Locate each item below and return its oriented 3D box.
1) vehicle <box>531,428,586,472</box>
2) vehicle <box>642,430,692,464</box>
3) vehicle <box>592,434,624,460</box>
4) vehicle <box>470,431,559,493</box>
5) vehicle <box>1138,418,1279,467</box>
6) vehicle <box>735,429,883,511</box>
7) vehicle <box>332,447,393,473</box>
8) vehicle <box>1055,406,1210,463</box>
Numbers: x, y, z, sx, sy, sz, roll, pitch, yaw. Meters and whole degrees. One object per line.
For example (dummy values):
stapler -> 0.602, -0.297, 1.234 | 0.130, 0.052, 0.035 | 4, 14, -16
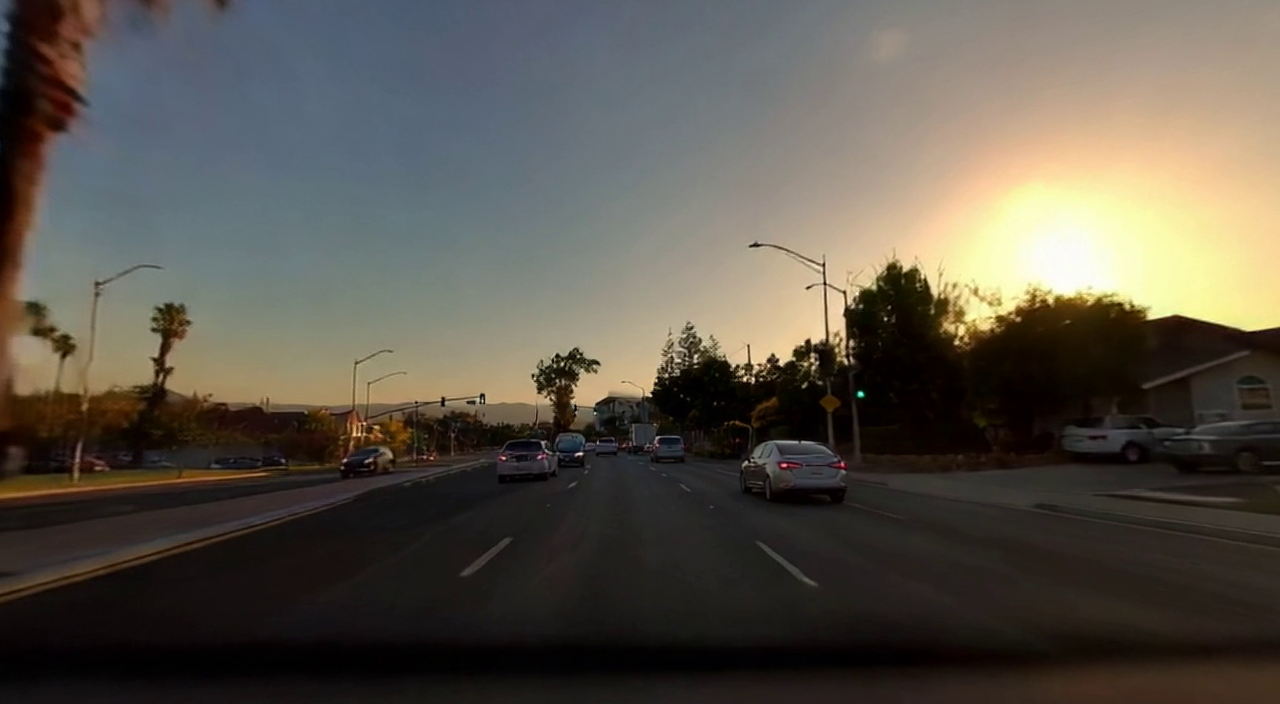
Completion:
vehicle -> -3.868, 4.819, 31.214 | 2.354, 1.948, 6.355 | 0, -8, -4
vehicle -> 1.608, 6.042, 40.298 | 2.391, 1.960, 5.600 | 1, -8, -5
vehicle -> -2.462, 7.269, 48.172 | 2.164, 1.867, 4.254 | 1, -8, -6
vehicle -> -3.547, 3.175, 18.606 | 1.922, 1.577, 4.140 | 0, -8, -2
vehicle -> 19.635, 3.072, 21.605 | 4.372, 1.425, 1.833 | 0, -8, -18
vehicle -> 3.419, 2.467, 13.687 | 1.870, 1.491, 4.009 | 0, -8, -3
vehicle -> -16.625, 6.454, 38.099 | 2.004, 1.465, 4.300 | 0, -8, -4
vehicle -> 19.418, 3.267, 24.943 | 5.335, 2.053, 2.123 | 3, -9, -20
